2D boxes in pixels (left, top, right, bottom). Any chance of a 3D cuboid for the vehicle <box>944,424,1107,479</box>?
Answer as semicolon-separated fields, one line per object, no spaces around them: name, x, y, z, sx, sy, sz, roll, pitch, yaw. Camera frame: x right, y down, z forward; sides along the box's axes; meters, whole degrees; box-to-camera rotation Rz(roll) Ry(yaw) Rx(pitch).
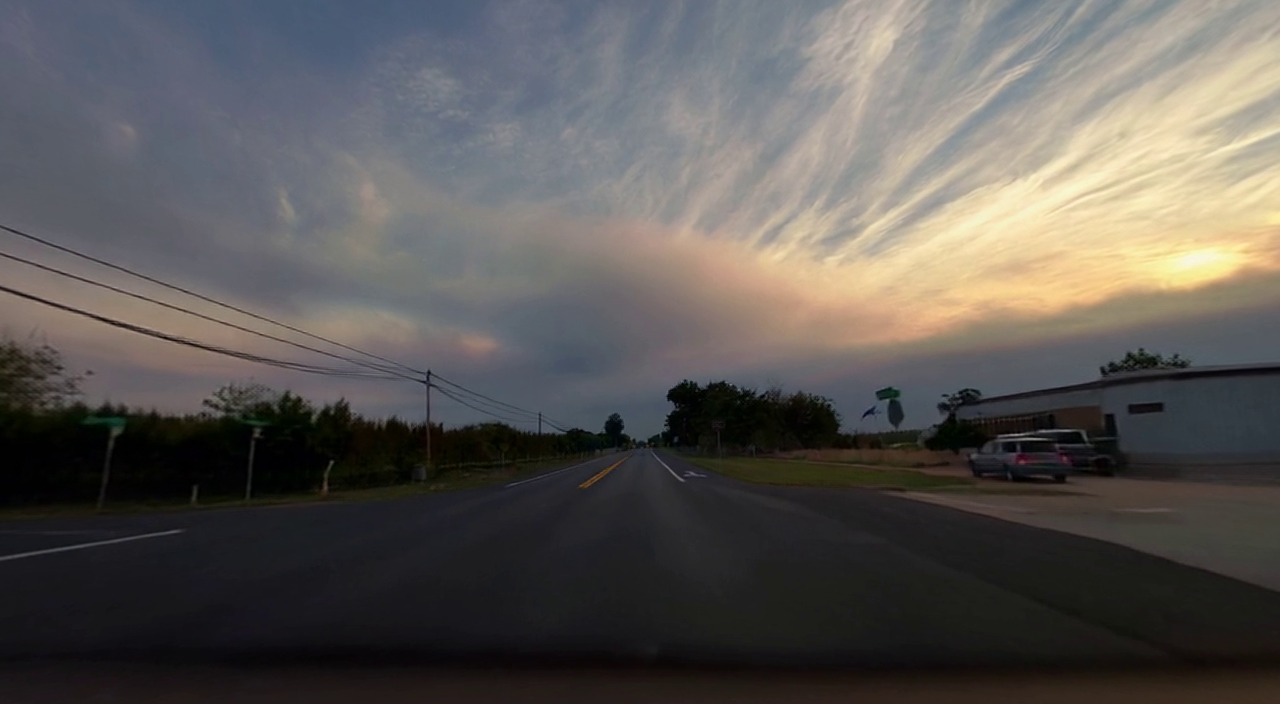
vehicle;14.333;3.726;23.852;2.037;1.829;4.919;3;-9;-21
